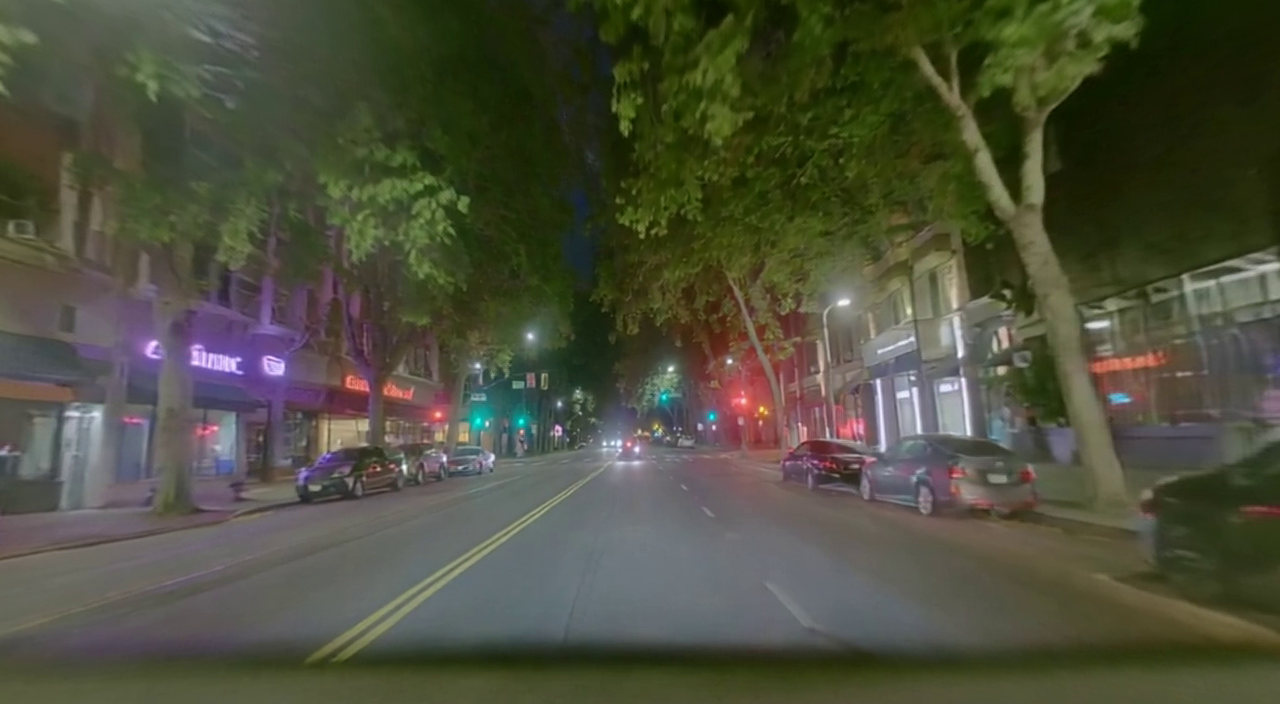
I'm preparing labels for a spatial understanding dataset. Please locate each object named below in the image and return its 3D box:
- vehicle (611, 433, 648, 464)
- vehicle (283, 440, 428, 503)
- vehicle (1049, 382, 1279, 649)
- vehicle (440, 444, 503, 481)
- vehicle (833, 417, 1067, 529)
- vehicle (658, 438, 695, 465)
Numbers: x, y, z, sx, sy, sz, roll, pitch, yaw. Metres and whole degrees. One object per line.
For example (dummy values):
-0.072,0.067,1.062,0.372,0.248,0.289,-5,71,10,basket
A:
-0.666,6.307,41.263,2.301,1.854,4.919,0,-9,0,vehicle
-9.521,4.065,21.890,2.305,1.883,5.580,0,-9,1,vehicle
5.625,1.010,3.612,2.293,1.830,6.070,0,-9,-3,vehicle
-9.852,6.465,37.466,2.048,1.985,6.011,0,-9,0,vehicle
5.787,2.301,12.723,2.070,1.761,4.848,-1,-8,-2,vehicle
2.231,6.251,39.858,1.998,1.580,4.015,0,-9,-1,vehicle
